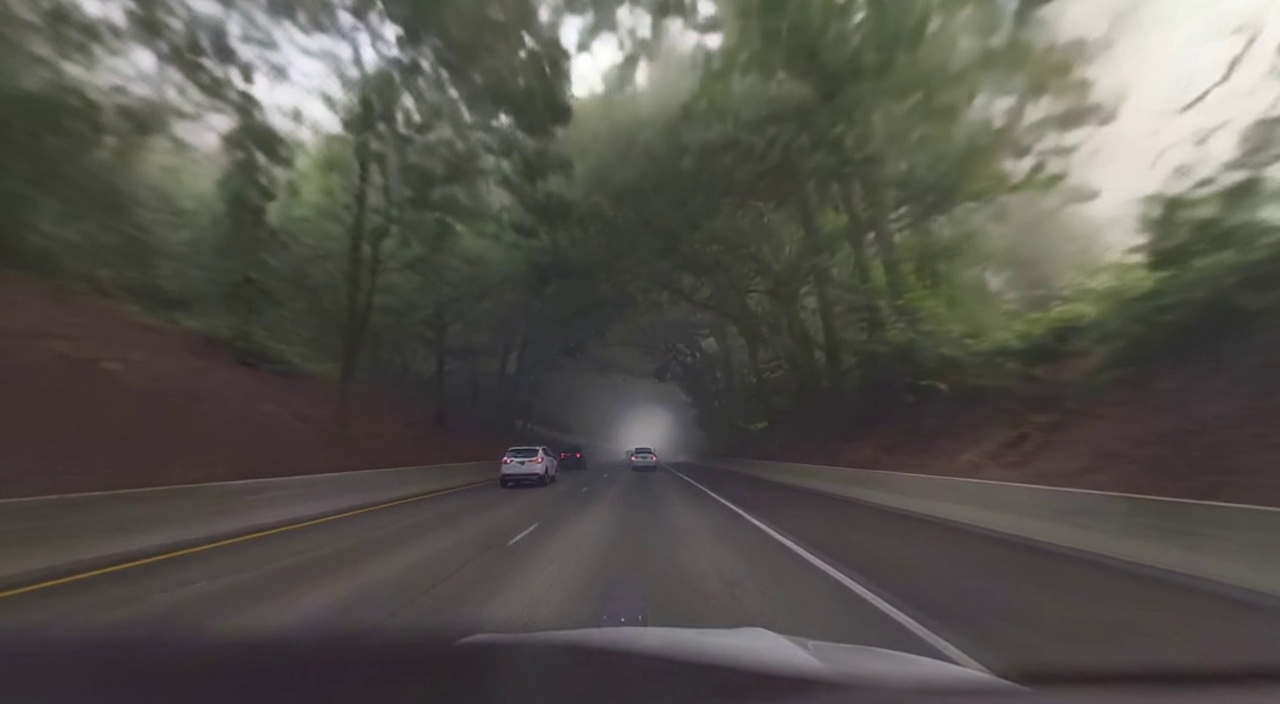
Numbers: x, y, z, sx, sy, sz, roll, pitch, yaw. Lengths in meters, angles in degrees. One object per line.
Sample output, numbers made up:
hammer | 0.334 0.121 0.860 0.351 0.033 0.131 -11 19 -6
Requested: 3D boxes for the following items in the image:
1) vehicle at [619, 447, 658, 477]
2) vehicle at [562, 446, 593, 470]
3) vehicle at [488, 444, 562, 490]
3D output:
vehicle | -0.081 5.948 34.282 2.001 1.490 3.914 0 -9 0
vehicle | -4.505 7.689 45.690 1.834 1.615 3.624 0 -9 0
vehicle | -4.127 4.201 23.311 1.978 1.538 3.755 0 -9 1
